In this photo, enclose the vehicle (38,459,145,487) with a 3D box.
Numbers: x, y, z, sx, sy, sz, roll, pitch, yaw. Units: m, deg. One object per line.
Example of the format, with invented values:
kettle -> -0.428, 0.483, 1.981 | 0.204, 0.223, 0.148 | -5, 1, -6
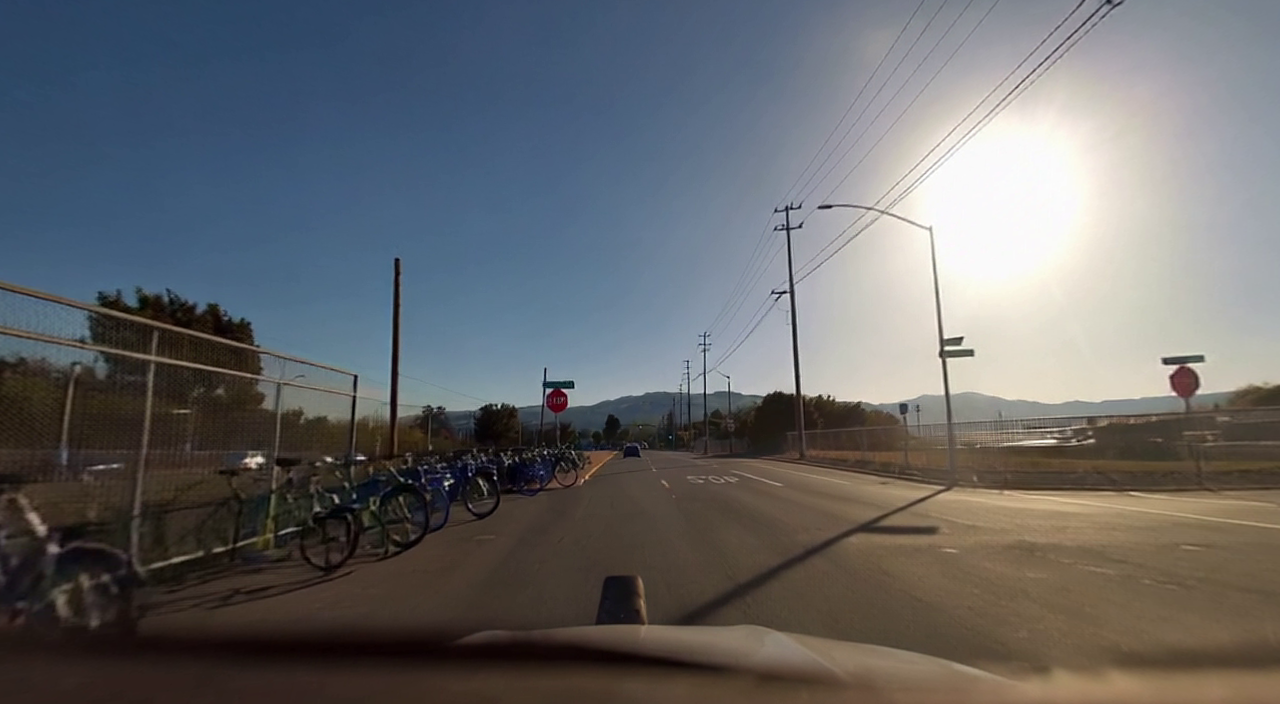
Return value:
vehicle -> -33.551, 7.383, 38.733 | 4.569, 1.558, 1.903 | 0, -9, -5
